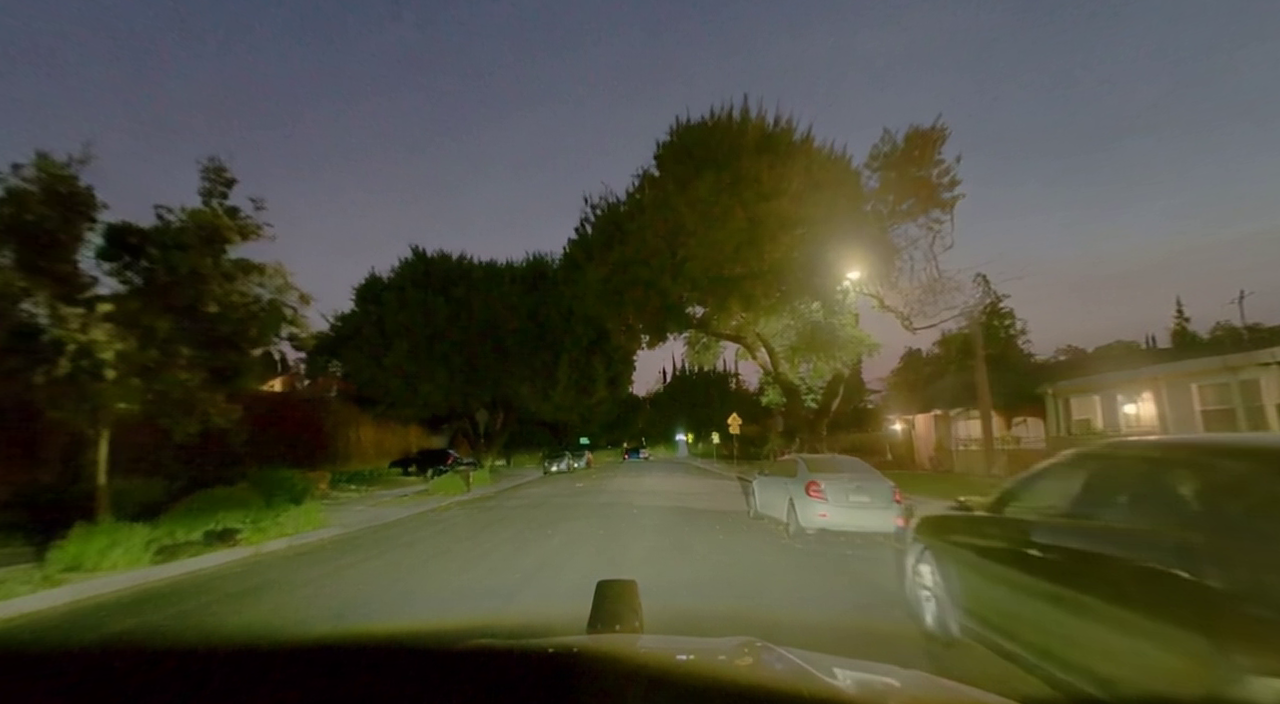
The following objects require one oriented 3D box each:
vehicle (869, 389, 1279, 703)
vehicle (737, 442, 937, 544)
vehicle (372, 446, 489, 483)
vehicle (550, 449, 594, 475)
[{"bbox_3d":[2.866,1.030,2.971,2.022,1.483,4.565,-1,-9,2],"label":"vehicle"},{"bbox_3d":[3.118,2.317,11.129,2.043,1.411,4.331,0,-9,-1],"label":"vehicle"},{"bbox_3d":[-10.008,5.381,30.448,4.933,1.547,2.125,-2,-8,0],"label":"vehicle"},{"bbox_3d":[-4.025,6.586,38.071,1.987,1.459,4.473,-1,-9,3],"label":"vehicle"}]
